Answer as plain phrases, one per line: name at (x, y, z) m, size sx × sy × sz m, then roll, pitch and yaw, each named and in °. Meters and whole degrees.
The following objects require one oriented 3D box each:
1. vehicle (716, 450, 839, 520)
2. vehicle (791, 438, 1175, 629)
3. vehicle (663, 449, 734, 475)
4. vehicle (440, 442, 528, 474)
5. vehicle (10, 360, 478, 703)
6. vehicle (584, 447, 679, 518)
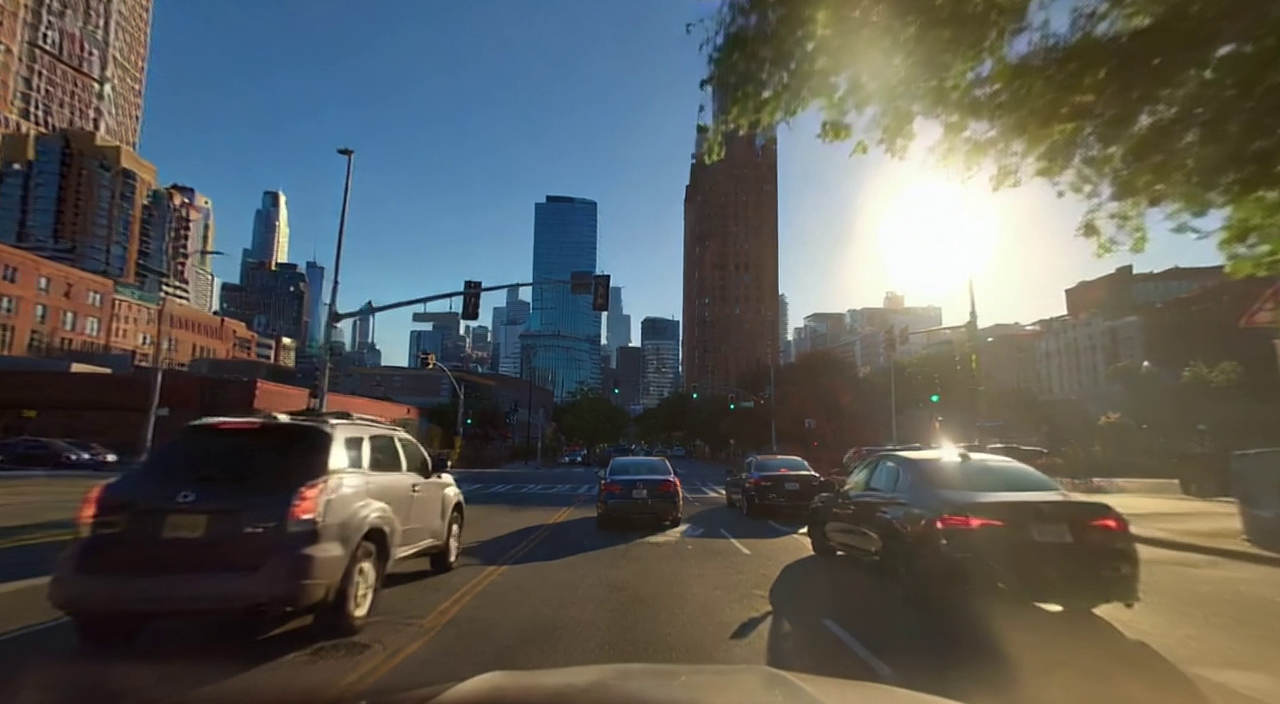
vehicle at (3.243, 3.221, 15.844) m, size 1.942 × 1.443 × 4.468 m, roll 0°, pitch -8°, yaw -2°
vehicle at (3.364, 1.829, 7.495) m, size 1.973 × 1.537 × 4.533 m, roll 0°, pitch -8°, yaw 0°
vehicle at (3.634, 6.931, 40.143) m, size 2.106 × 1.498 × 4.820 m, roll 4°, pitch -10°, yaw -28°
vehicle at (-8.790, 5.916, 35.483) m, size 4.556 × 1.689 × 1.982 m, roll -4°, pitch -9°, yaw 25°
vehicle at (-2.859, 1.332, 5.709) m, size 1.683 × 2.039 × 3.703 m, roll 0°, pitch -8°, yaw 2°
vehicle at (-0.242, 3.075, 15.373) m, size 2.031 × 1.461 × 3.763 m, roll 0°, pitch -8°, yaw -2°
